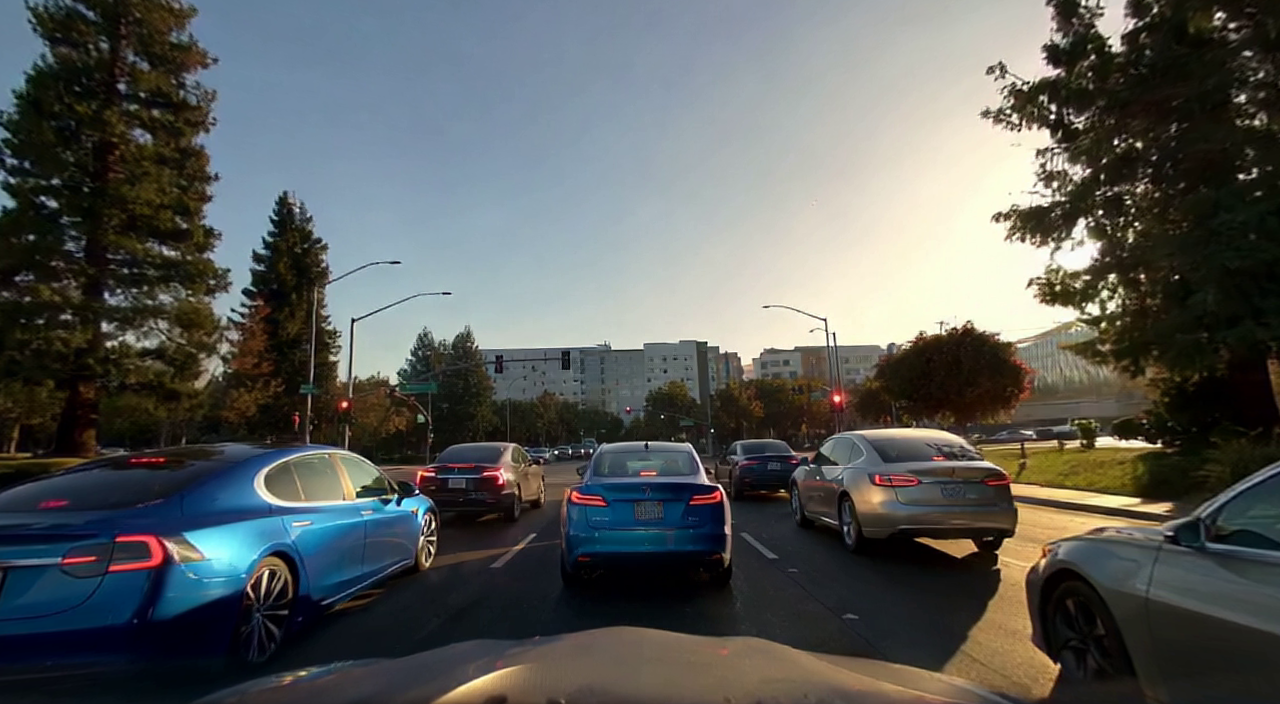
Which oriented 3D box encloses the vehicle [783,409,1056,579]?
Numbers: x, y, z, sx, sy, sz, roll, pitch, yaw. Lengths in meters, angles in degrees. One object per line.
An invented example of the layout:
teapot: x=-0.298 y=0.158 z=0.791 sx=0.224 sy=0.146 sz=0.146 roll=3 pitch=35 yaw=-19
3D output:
vehicle: x=3.418 y=1.804 z=8.736 sx=1.938 sy=1.732 sz=4.006 roll=2 pitch=-9 yaw=0

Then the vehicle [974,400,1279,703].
vehicle: x=3.314 y=0.897 z=2.007 sx=1.951 sy=1.522 sz=4.614 roll=0 pitch=-9 yaw=0

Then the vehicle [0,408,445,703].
vehicle: x=-3.081 y=1.271 z=4.404 sx=2.015 sy=1.478 sz=4.407 roll=0 pitch=-8 yaw=0

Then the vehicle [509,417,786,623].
vehicle: x=0.024 y=1.614 z=7.061 sx=2.144 sy=1.563 sz=4.218 roll=0 pitch=-8 yaw=-1
